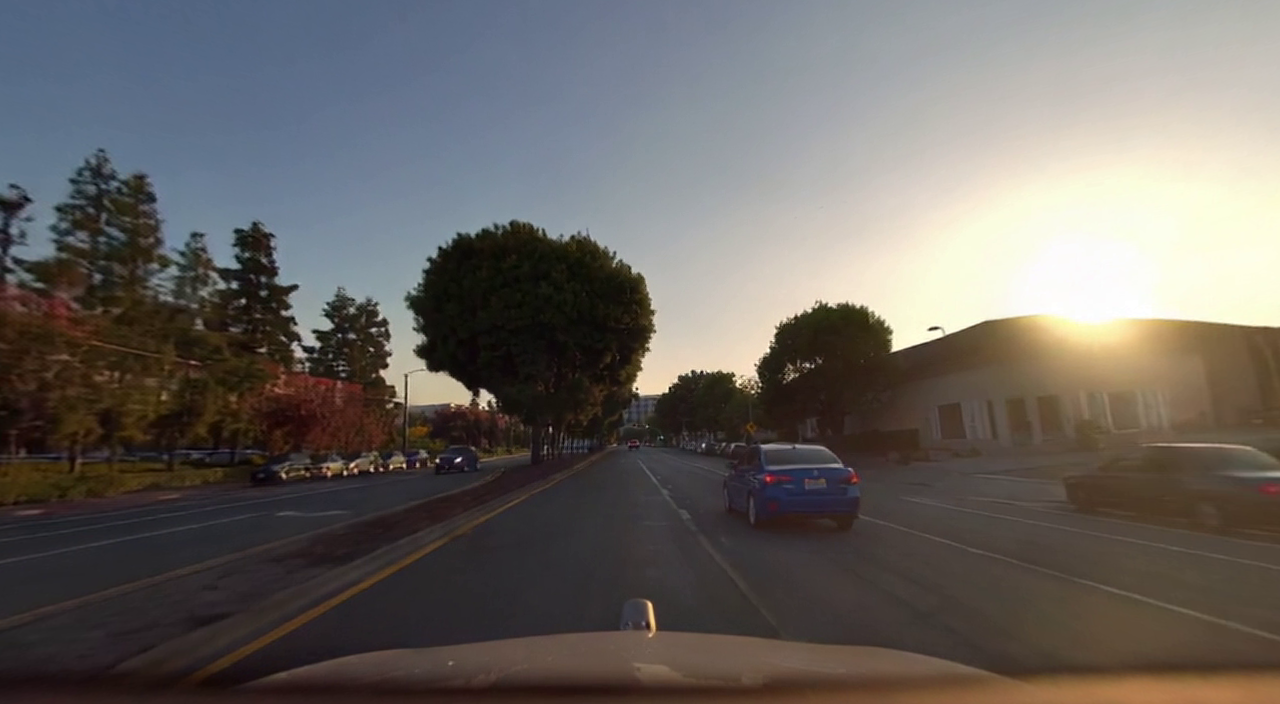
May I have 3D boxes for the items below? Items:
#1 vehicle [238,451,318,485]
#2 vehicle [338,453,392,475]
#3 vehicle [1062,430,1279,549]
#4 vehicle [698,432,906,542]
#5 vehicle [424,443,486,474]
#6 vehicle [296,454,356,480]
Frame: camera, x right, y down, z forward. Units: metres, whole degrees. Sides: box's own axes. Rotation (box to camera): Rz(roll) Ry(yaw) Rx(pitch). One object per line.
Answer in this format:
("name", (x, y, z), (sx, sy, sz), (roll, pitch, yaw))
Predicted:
("vehicle", (-20.064, 6.406, 35.171), (1.888, 1.751, 4.526), (0, -8, -2))
("vehicle", (-20.279, 8.272, 46.694), (1.896, 1.485, 4.546), (0, -8, 1))
("vehicle", (9.057, 1.997, 9.711), (2.037, 1.500, 4.205), (0, -8, -2))
("vehicle", (2.372, 2.133, 10.679), (2.141, 1.443, 4.499), (0, -8, -3))
("vehicle", (-9.861, 5.697, 34.010), (1.990, 1.496, 4.598), (0, -8, -1))
("vehicle", (-20.157, 7.368, 40.624), (1.736, 1.502, 4.259), (0, -8, -1))
